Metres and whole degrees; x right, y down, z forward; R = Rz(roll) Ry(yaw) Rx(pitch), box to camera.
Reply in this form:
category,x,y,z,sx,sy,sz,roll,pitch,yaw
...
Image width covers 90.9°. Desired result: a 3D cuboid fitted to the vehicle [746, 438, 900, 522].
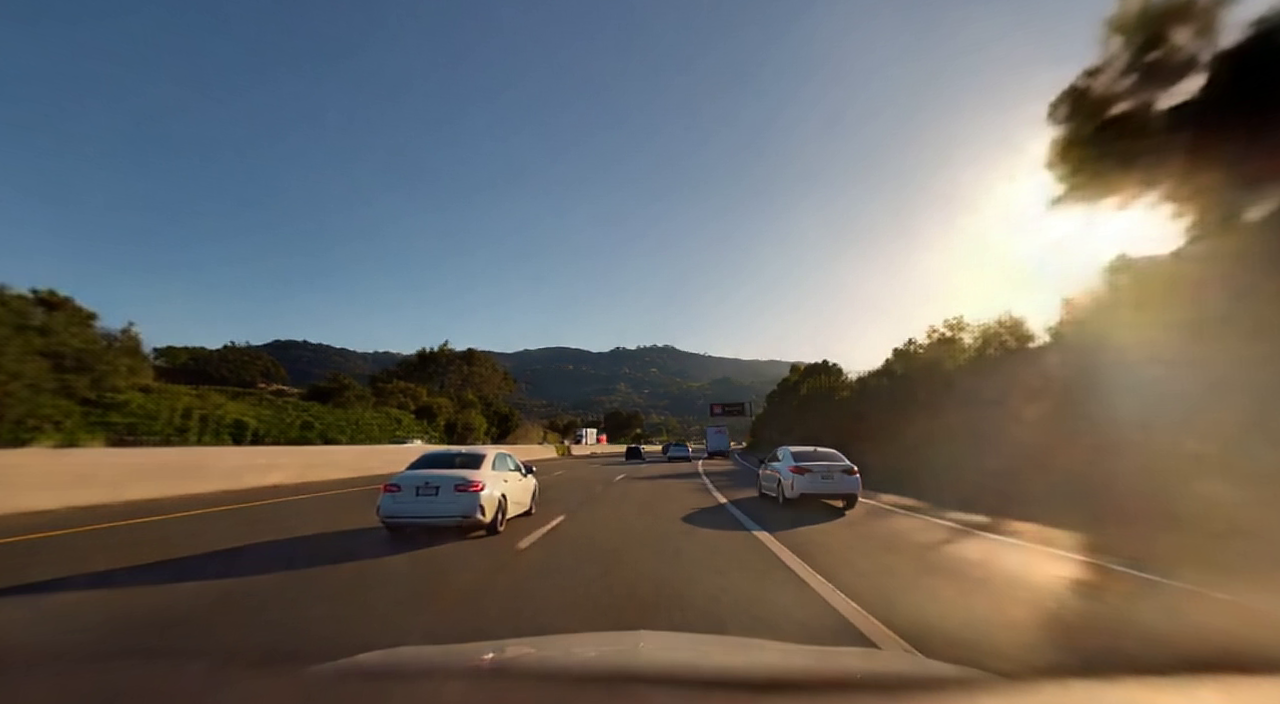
category,x,y,z,sx,sy,sz,roll,pitch,yaw
vehicle,3.597,2.593,13.347,2.013,1.464,4.317,0,-8,1

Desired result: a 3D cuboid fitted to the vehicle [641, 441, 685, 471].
category,x,y,z,sx,sy,sz,roll,pitch,yaw
vehicle,1.280,5.494,33.512,2.202,1.467,3.929,-1,-8,4

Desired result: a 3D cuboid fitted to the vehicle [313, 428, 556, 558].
category,x,y,z,sx,sy,sz,roll,pitch,yaw
vehicle,-2.739,2.011,9.834,2.031,1.491,4.792,-1,-8,2

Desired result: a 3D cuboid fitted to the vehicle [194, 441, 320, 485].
category,x,y,z,sx,sy,sz,roll,pitch,yaw
vehicle,-13.923,4.037,23.307,1.914,1.441,4.357,0,-8,0

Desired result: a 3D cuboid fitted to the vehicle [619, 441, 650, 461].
category,x,y,z,sx,sy,sz,roll,pitch,yaw
vehicle,-0.370,7.619,48.651,2.010,1.482,4.230,0,-8,5

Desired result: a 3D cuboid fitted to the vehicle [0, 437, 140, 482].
category,x,y,z,sx,sy,sz,roll,pitch,yaw
vehicle,-20.726,3.819,22.675,1.852,1.460,4.391,-1,-8,1
